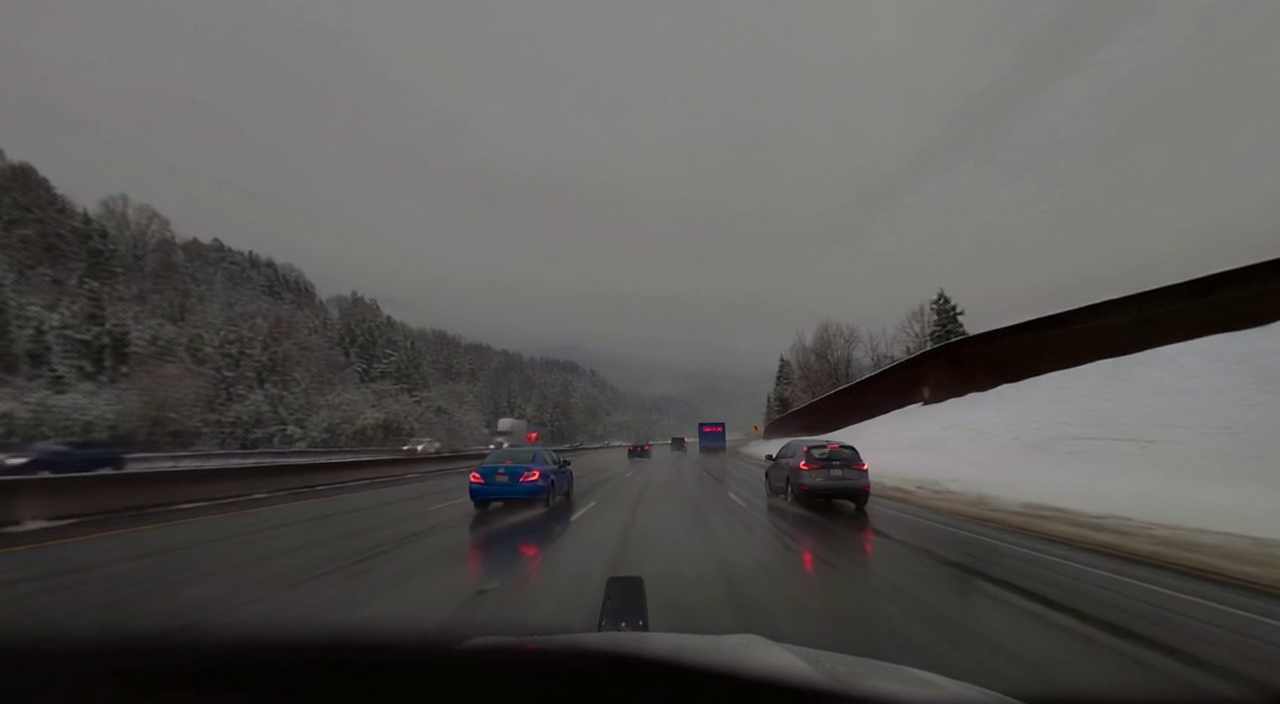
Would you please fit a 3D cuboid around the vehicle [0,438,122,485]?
[{"bbox_3d":[-22.348,3.987,23.367,2.205,1.567,4.772,0,-8,1],"label":"vehicle"}]

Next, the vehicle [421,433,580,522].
[{"bbox_3d":[-2.614,2.499,13.180,2.031,1.491,4.792,-1,-8,2],"label":"vehicle"}]

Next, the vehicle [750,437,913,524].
[{"bbox_3d":[3.653,2.527,12.976,2.013,1.464,4.317,0,-9,1],"label":"vehicle"}]

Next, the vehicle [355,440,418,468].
[{"bbox_3d":[-14.946,6.011,37.423,1.908,1.527,4.242,0,-8,2],"label":"vehicle"}]

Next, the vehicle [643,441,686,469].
[{"bbox_3d":[1.369,5.669,34.853,2.202,1.467,3.929,-1,-9,3],"label":"vehicle"}]
